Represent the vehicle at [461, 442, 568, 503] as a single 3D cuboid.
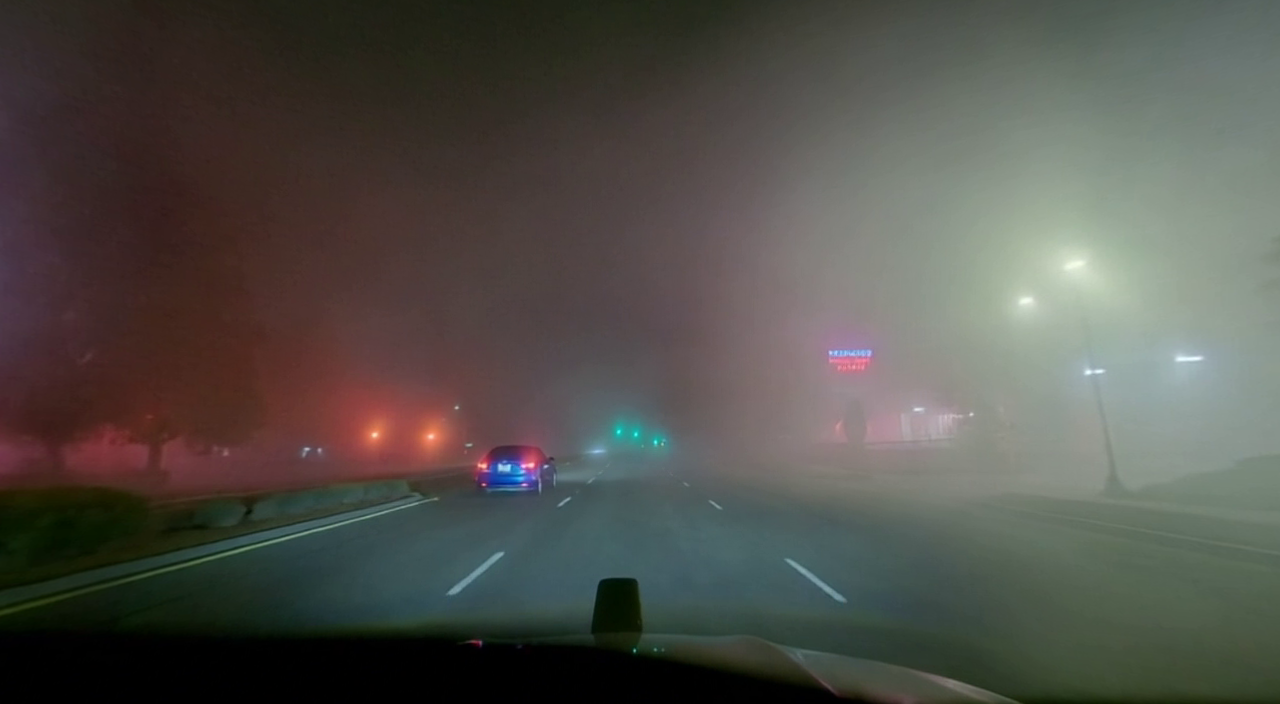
[{"bbox_3d":[-3.277,3.228,17.407,2.005,1.477,4.169,0,-8,1],"label":"vehicle"}]
